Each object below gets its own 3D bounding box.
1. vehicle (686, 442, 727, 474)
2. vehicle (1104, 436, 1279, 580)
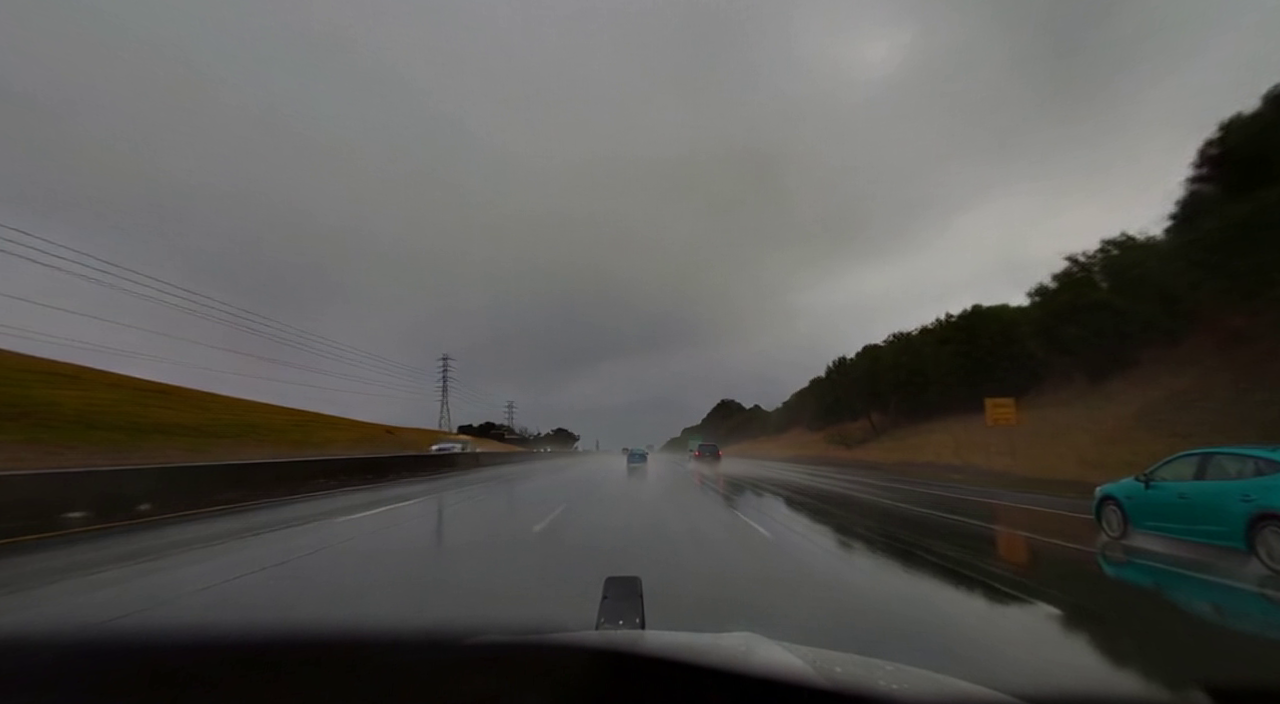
[{"bbox_3d":[3.991,6.468,38.694,2.159,1.782,4.673,0,-9,2],"label":"vehicle"},{"bbox_3d":[7.963,1.724,6.975,1.970,1.545,4.818,0,-9,0],"label":"vehicle"}]
